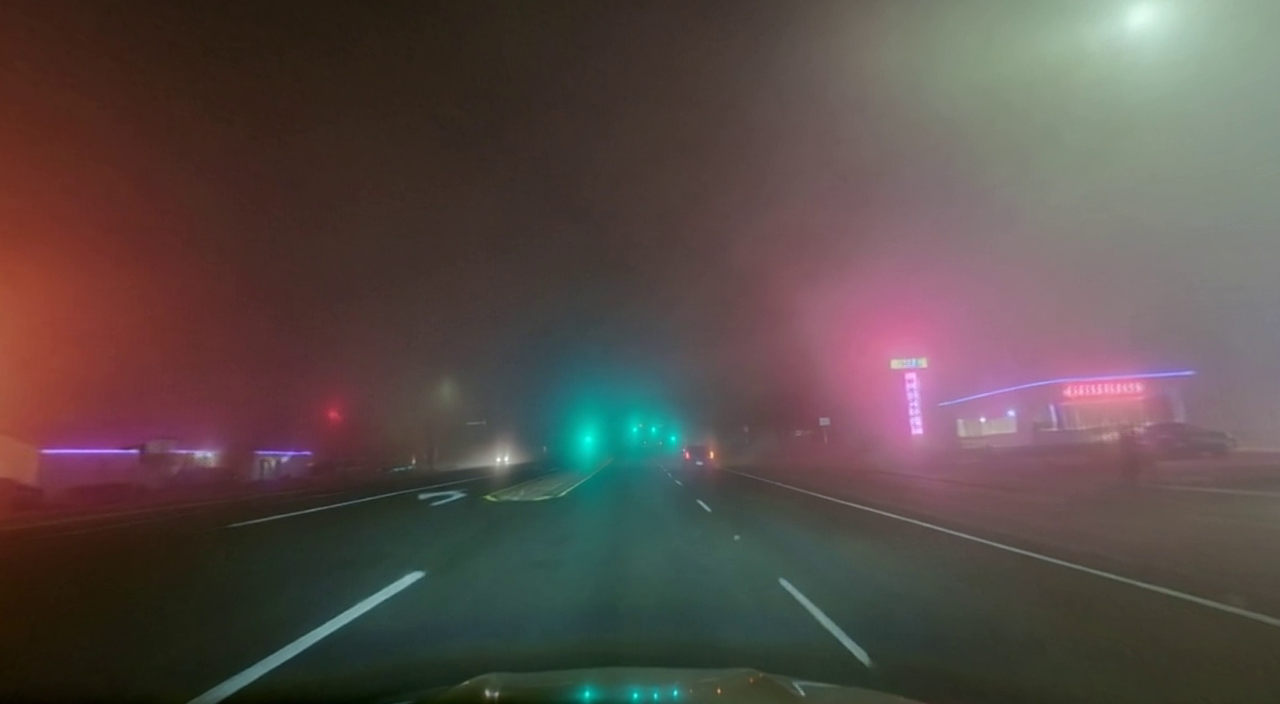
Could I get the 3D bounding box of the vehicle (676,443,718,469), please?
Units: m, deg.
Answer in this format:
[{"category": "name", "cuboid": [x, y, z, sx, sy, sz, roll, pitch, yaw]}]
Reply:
[{"category": "vehicle", "cuboid": [3.286, 6.018, 36.936, 1.929, 1.411, 4.284, 0, -8, -2]}]
